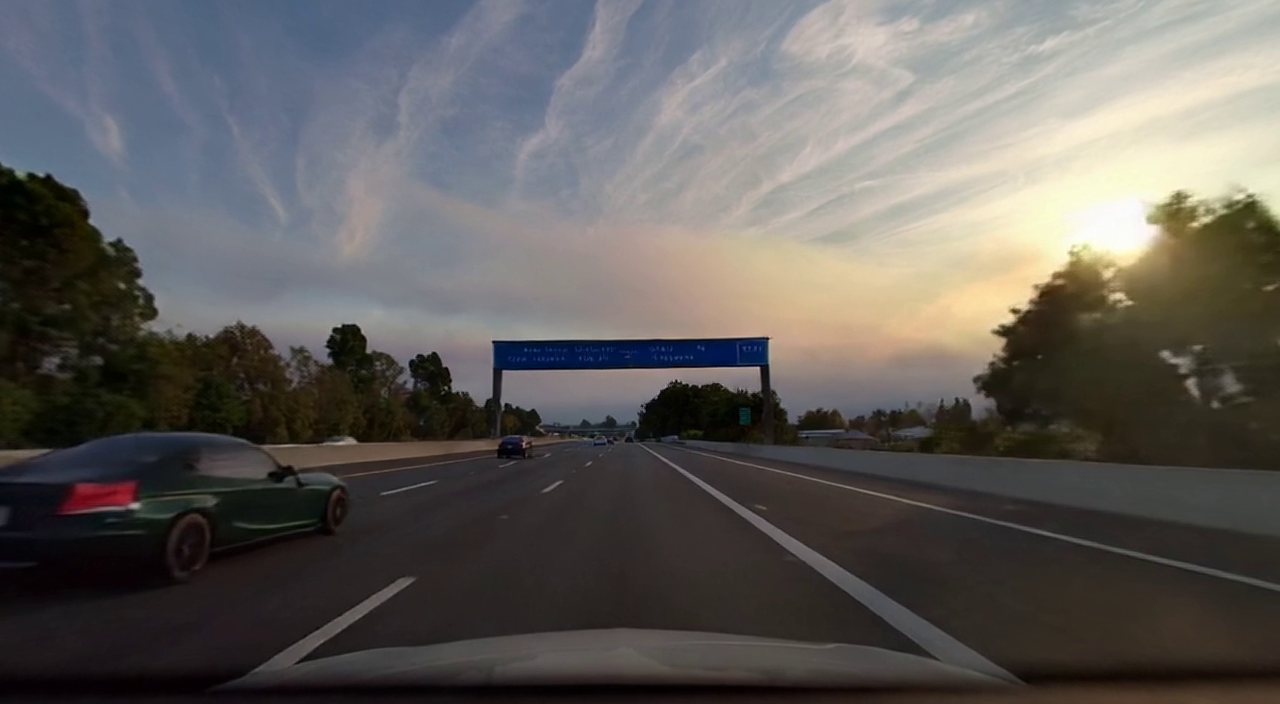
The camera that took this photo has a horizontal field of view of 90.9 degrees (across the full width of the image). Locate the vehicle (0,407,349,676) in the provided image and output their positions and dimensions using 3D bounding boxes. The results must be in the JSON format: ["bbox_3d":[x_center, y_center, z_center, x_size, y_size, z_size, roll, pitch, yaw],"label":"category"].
[{"bbox_3d":[-4.342,1.308,5.430,1.912,1.495,3.703,0,-8,-1],"label":"vehicle"}]

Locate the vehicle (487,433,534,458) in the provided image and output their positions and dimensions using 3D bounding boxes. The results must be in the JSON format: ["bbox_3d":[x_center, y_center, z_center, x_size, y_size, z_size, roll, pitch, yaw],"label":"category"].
[{"bbox_3d":[-8.692,6.333,42.829,2.092,1.574,5.251,0,-8,0],"label":"vehicle"}]
